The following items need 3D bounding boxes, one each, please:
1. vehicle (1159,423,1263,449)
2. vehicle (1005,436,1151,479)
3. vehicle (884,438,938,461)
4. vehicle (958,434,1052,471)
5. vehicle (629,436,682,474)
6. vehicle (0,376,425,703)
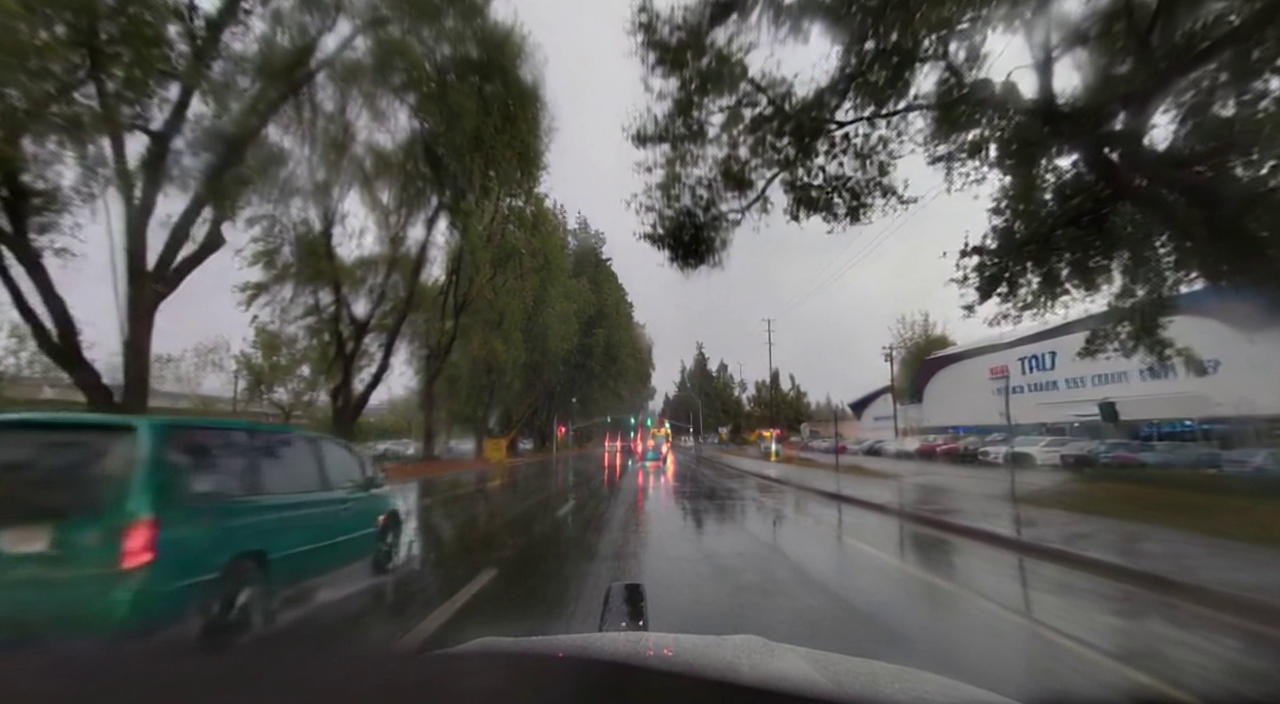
[{"bbox_3d":[33.202,4.914,36.752,4.215,1.462,1.883,0,-9,-1],"label":"vehicle"},{"bbox_3d":[19.019,4.603,27.878,2.229,1.661,5.991,0,-9,1],"label":"vehicle"},{"bbox_3d":[19.150,6.926,44.750,1.826,1.532,4.290,0,-9,-1],"label":"vehicle"},{"bbox_3d":[19.005,5.270,33.156,1.965,1.749,4.838,0,-9,-1],"label":"vehicle"},{"bbox_3d":[0.592,4.446,27.377,2.123,1.498,4.226,0,-9,0],"label":"vehicle"},{"bbox_3d":[-3.629,1.252,5.269,2.148,1.636,4.199,0,-9,0],"label":"vehicle"}]
